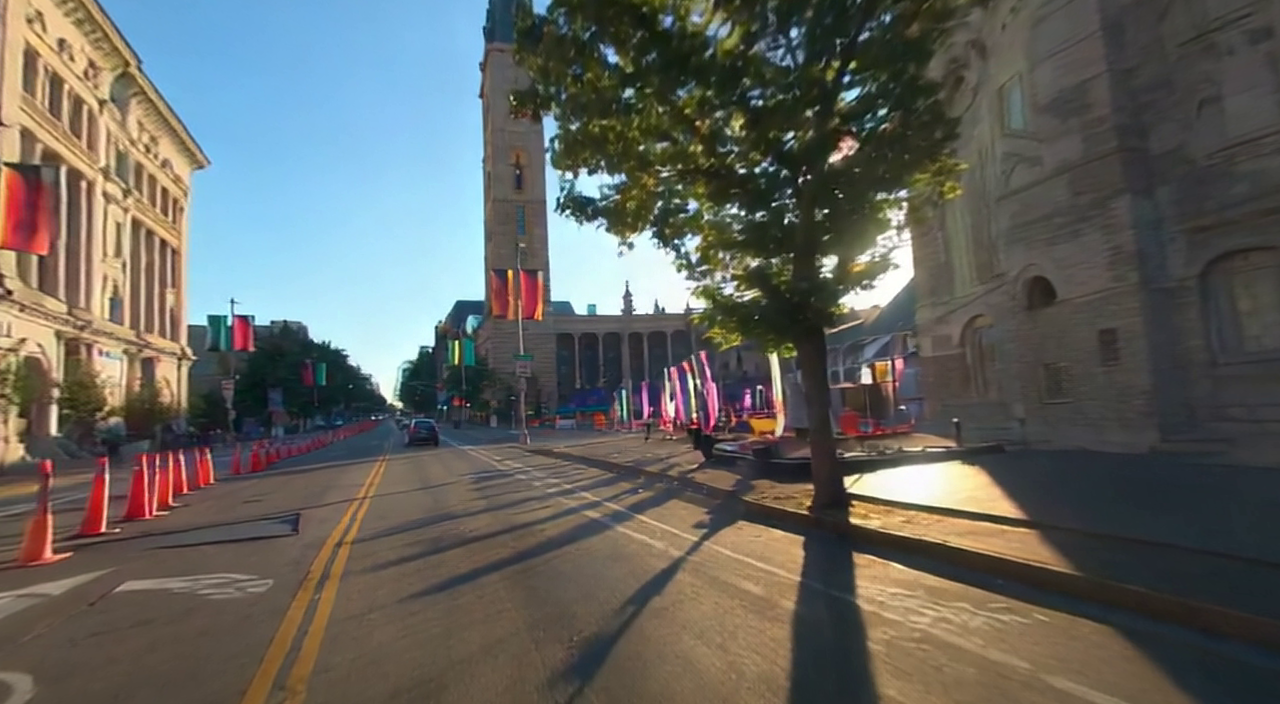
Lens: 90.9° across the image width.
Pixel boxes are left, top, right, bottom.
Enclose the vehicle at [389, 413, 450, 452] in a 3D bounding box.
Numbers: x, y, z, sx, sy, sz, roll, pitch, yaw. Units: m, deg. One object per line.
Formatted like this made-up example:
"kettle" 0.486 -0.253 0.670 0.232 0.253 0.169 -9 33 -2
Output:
"vehicle" -9.533 3.428 27.017 2.216 1.492 4.725 2 -8 -22
